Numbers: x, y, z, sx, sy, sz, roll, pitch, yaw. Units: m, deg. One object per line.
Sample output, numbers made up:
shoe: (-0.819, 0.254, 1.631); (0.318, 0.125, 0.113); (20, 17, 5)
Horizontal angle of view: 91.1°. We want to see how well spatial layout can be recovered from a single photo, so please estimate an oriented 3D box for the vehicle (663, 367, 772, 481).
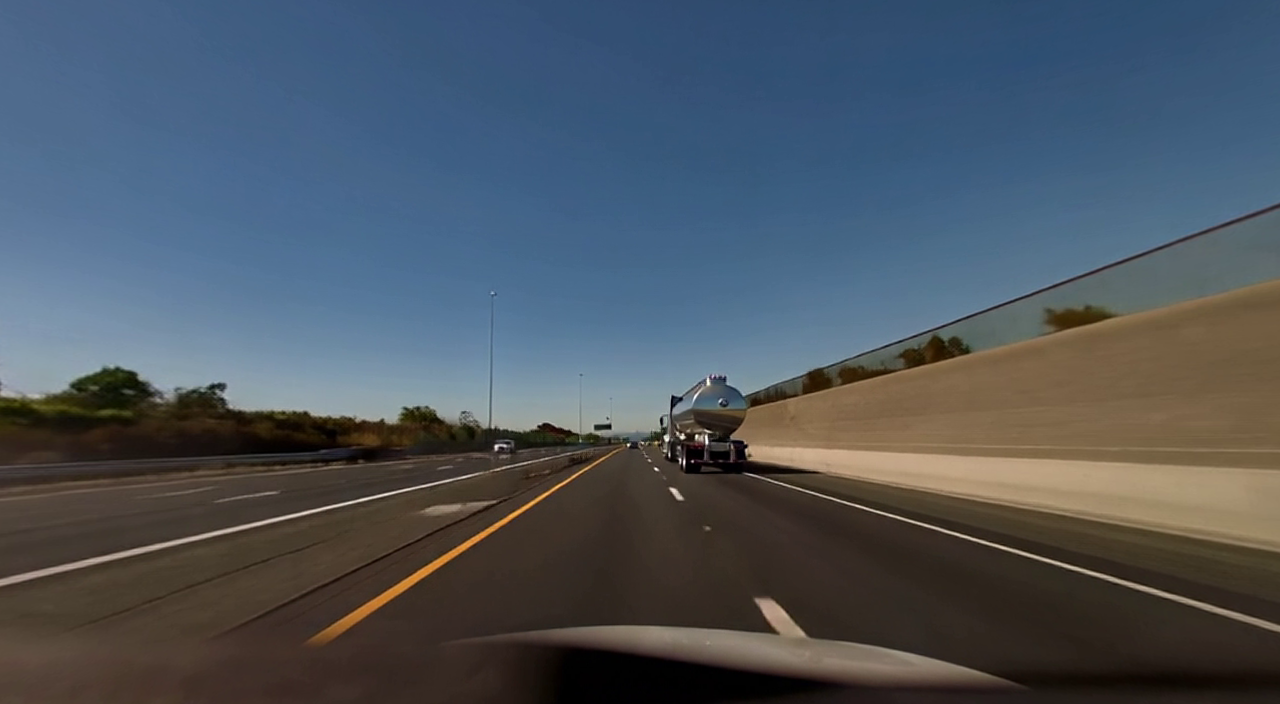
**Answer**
vehicle: (2.753, 3.140, 26.532); (2.946, 3.745, 11.516); (0, -8, -1)
